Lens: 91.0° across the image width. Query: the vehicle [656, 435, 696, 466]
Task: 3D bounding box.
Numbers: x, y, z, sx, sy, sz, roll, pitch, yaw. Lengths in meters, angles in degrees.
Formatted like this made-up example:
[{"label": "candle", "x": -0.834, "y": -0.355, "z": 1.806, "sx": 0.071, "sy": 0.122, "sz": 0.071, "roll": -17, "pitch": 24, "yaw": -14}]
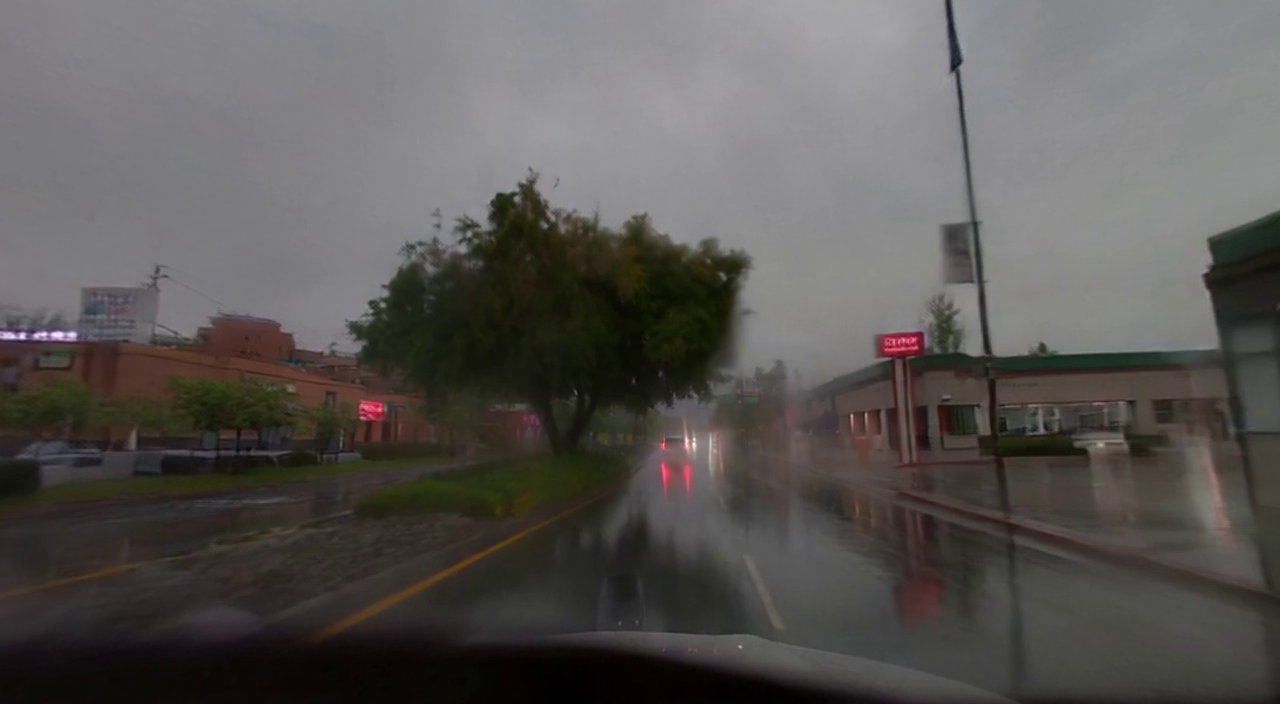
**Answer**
[{"label": "vehicle", "x": 2.272, "y": 6.061, "z": 38.827, "sx": 2.235, "sy": 1.719, "sz": 4.292, "roll": 1, "pitch": -8, "yaw": 6}]
